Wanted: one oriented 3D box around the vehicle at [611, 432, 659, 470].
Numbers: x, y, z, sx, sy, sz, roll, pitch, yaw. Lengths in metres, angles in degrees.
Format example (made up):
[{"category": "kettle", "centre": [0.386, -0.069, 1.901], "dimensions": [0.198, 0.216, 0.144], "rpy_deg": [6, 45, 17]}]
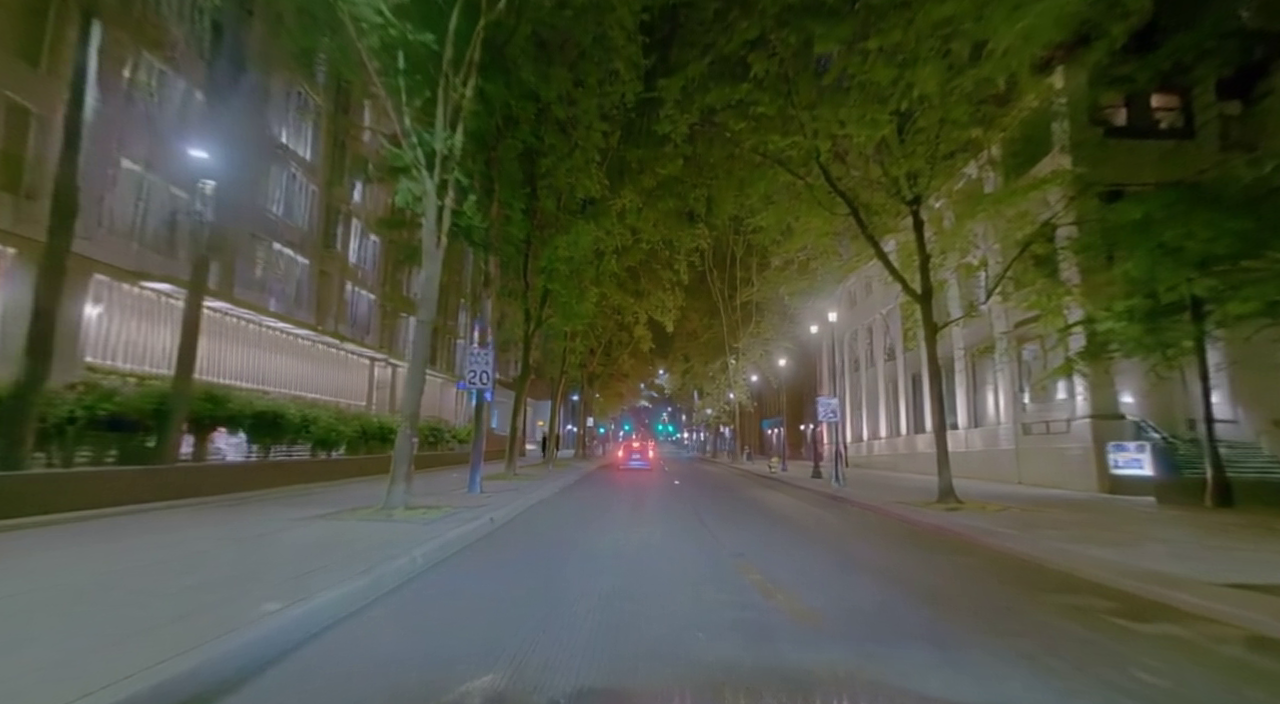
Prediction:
[{"category": "vehicle", "centre": [-0.235, 4.577, 29.334], "dimensions": [2.079, 1.621, 3.861], "rpy_deg": [0, -8, -1]}]
